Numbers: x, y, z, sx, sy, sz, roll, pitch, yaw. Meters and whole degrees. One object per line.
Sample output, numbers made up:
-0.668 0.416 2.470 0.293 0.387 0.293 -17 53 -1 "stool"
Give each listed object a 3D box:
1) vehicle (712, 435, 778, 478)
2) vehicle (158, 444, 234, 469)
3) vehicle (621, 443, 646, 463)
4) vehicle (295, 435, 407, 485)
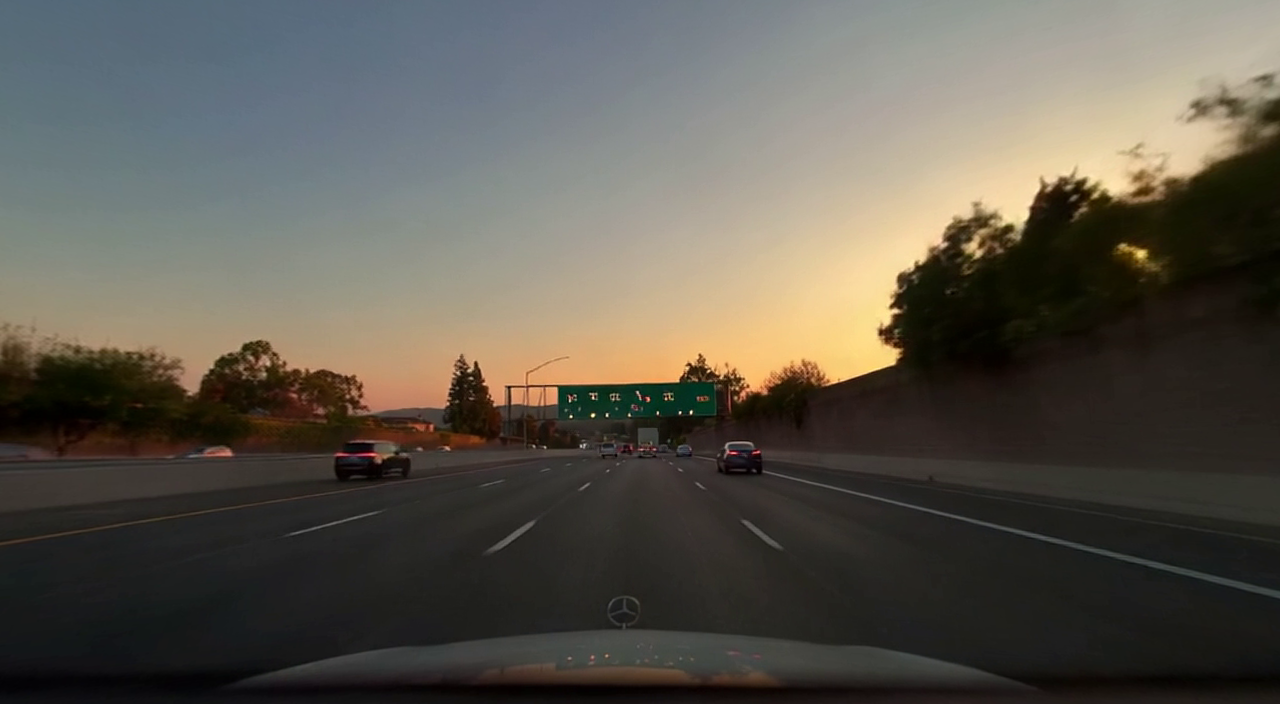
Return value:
4.327 4.374 26.501 2.046 1.655 4.143 0 -8 0 "vehicle"
-28.755 6.749 40.783 2.077 1.562 3.838 0 -8 1 "vehicle"
-0.544 7.994 49.828 1.946 1.493 4.083 0 -8 -1 "vehicle"
-10.828 4.076 24.014 1.998 1.712 4.671 0 -8 1 "vehicle"
